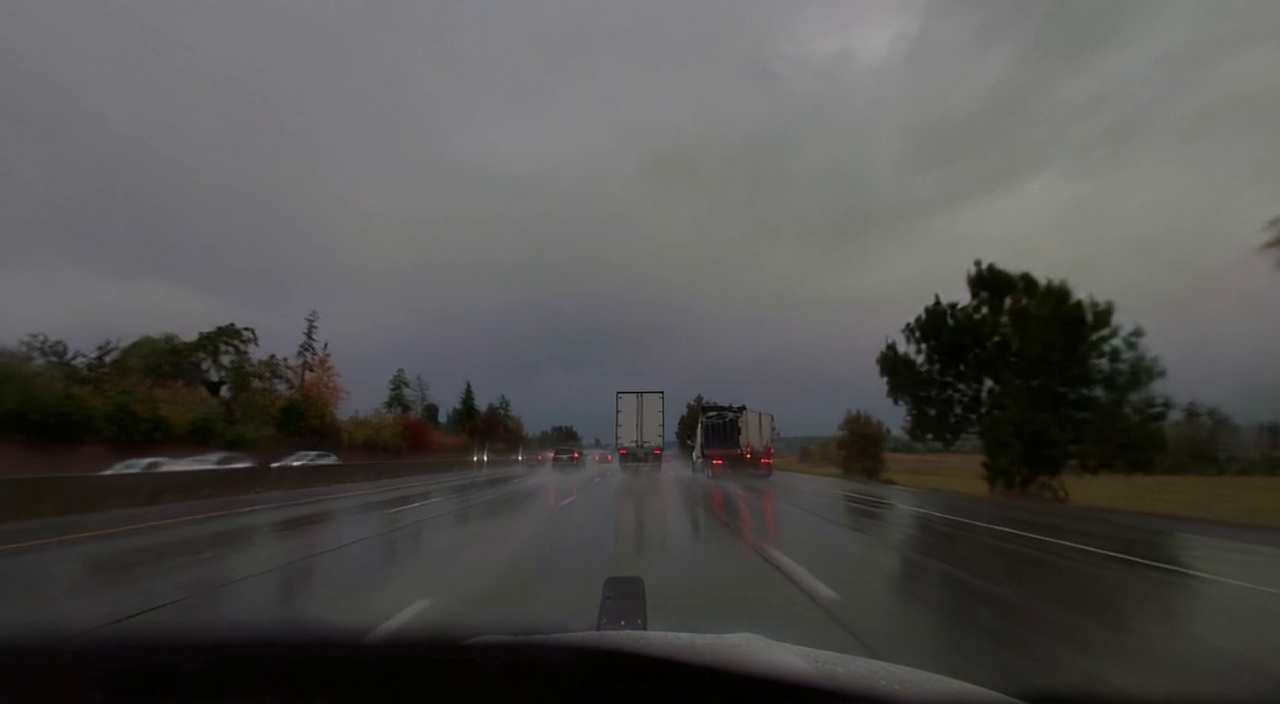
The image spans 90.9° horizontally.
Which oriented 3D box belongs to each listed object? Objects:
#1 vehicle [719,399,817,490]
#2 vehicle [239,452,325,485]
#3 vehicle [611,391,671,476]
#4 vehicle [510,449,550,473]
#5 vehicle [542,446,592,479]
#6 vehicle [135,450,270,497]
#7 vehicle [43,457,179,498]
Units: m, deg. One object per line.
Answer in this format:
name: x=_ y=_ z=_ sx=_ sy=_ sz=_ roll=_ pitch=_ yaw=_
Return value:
vehicle: x=4.360 y=3.268 z=22.309 sx=2.565 sy=2.902 sz=3.798 roll=0 pitch=-9 yaw=-1
vehicle: x=-19.861 y=6.432 z=35.197 sx=1.896 sy=1.688 sz=4.685 roll=-1 pitch=-9 yaw=2
vehicle: x=-0.049 y=4.879 z=36.621 sx=2.875 sy=4.056 sz=12.312 roll=0 pitch=-9 yaw=-1
vehicle: x=-7.362 y=7.303 z=42.482 sx=1.926 sy=1.482 sz=3.959 roll=0 pitch=-9 yaw=1
vehicle: x=-3.668 y=5.625 z=32.352 sx=2.061 sy=1.555 sz=3.900 roll=0 pitch=-9 yaw=0
vehicle: x=-15.310 y=4.236 z=22.381 sx=1.809 sy=1.473 sz=4.083 roll=0 pitch=-9 yaw=0
vehicle: x=-22.276 y=5.275 z=26.806 sx=1.905 sy=1.516 sz=4.417 roll=0 pitch=-9 yaw=0
